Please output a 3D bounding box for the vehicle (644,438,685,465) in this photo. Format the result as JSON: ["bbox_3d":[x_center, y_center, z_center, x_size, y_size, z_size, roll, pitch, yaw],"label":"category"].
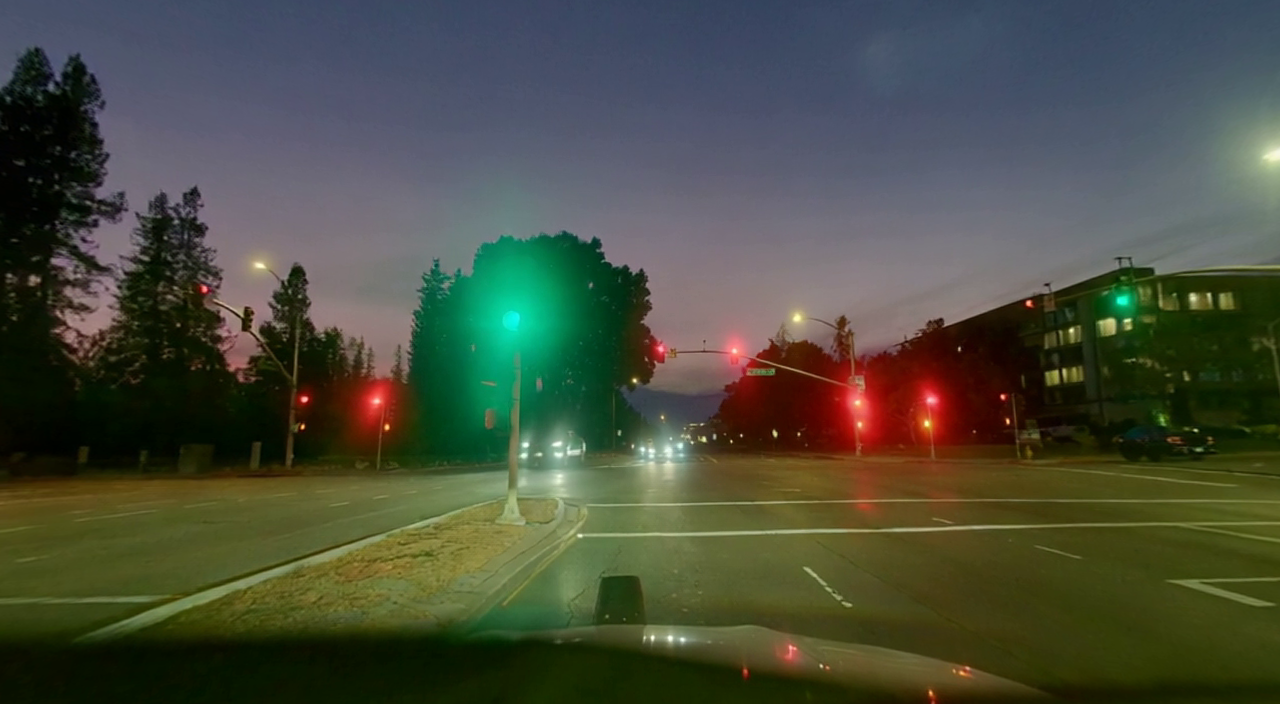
[{"bbox_3d":[1.733,6.772,43.263,2.197,1.739,4.177,-2,-8,10],"label":"vehicle"}]

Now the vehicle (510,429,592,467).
[{"bbox_3d":[-5.783,6.510,42.995,2.775,2.246,9.043,-2,-8,10],"label":"vehicle"}]

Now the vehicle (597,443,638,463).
[{"bbox_3d":[-1.635,7.571,47.489,2.076,1.476,3.873,-2,-8,13],"label":"vehicle"}]

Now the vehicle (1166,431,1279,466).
[{"bbox_3d":[26.290,4.243,27.896,4.644,1.470,1.922,1,-8,-10],"label":"vehicle"}]

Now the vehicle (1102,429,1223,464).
[{"bbox_3d":[25.907,4.681,31.358,4.441,1.674,2.035,1,-8,-8],"label":"vehicle"}]
